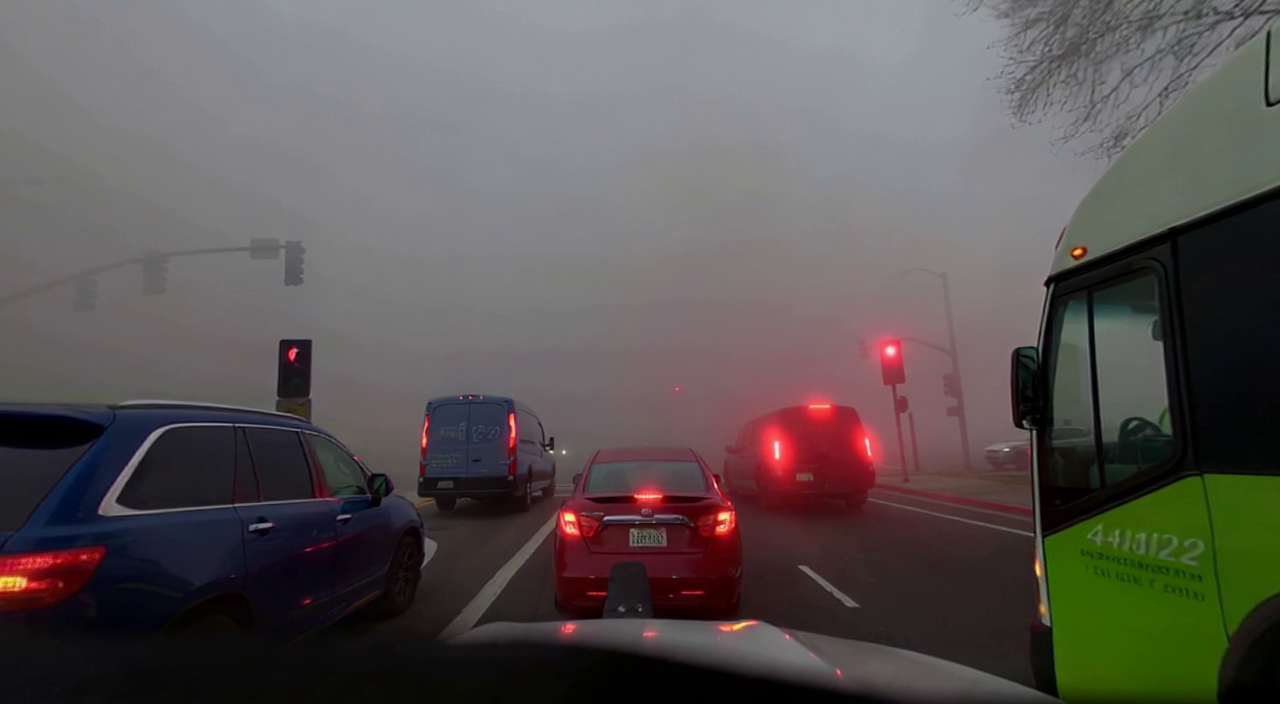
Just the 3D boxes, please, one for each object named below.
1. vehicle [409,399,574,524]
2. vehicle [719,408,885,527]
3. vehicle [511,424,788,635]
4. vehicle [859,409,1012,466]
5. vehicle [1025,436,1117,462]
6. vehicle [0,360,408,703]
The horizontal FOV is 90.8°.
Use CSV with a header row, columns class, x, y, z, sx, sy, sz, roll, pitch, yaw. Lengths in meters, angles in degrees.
class,x,y,z,sx,sy,sz,roll,pitch,yaw
vehicle,-2.931,2.352,13.984,2.335,2.221,5.165,0,-8,1
vehicle,3.146,2.399,13.669,2.143,2.036,5.367,0,-8,0
vehicle,0.061,1.548,6.417,1.976,1.485,3.624,0,-8,0
vehicle,17.593,5.129,37.928,7.839,3.213,2.628,0,-8,-3
vehicle,25.878,5.826,37.992,4.229,1.489,1.794,0,-8,-2
vehicle,-3.411,1.173,4.633,1.921,1.701,3.989,0,-8,-1
